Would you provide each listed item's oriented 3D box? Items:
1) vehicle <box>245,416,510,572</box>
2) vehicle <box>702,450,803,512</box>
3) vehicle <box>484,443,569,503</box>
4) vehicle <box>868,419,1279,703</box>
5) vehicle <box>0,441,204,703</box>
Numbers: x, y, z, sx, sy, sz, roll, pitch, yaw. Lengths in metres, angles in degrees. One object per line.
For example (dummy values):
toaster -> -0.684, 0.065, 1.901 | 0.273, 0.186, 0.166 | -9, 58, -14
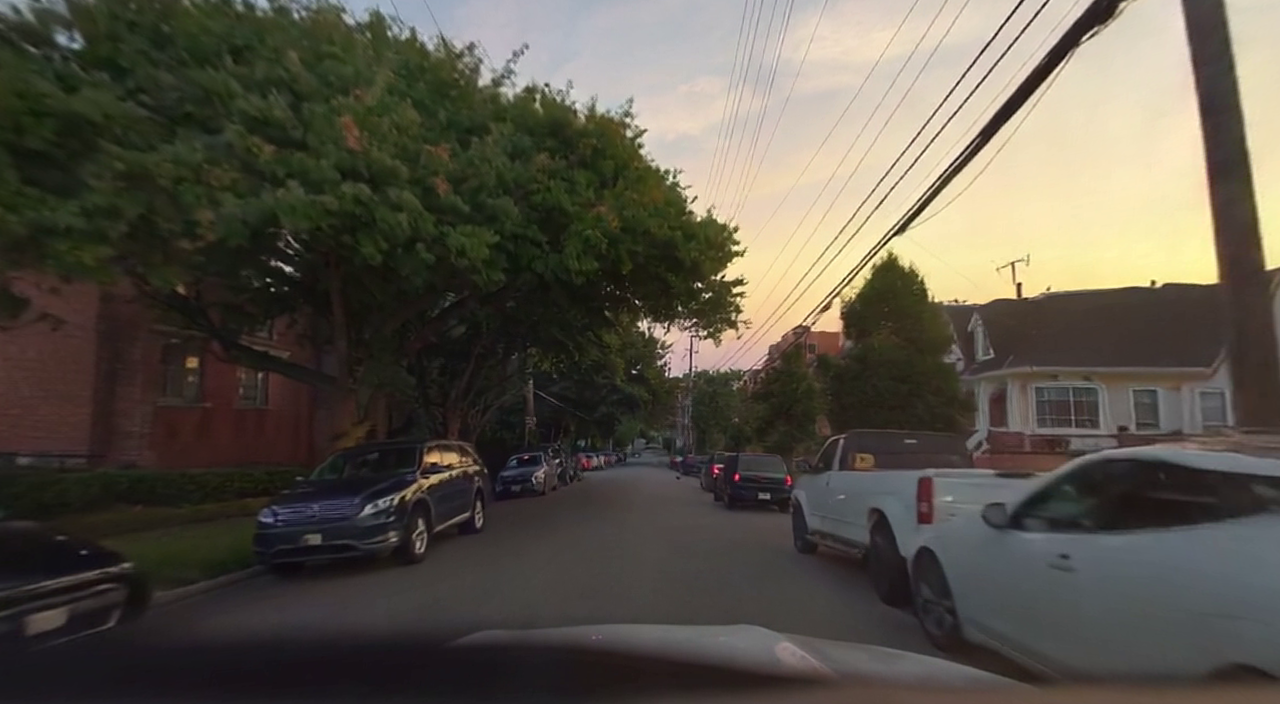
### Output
vehicle -> -3.859, 2.180, 10.634 | 2.280, 1.953, 5.092 | 0, -8, 0
vehicle -> 3.007, 3.547, 17.949 | 1.952, 1.469, 4.776 | 0, -8, 0
vehicle -> -3.699, 4.019, 21.490 | 2.014, 1.780, 4.757 | 0, -8, 0
vehicle -> 2.987, 1.184, 3.489 | 1.878, 1.491, 4.495 | 0, -8, 1
vehicle -> -6.137, 1.384, 4.280 | 4.816, 1.519, 1.920 | 0, -9, -4
